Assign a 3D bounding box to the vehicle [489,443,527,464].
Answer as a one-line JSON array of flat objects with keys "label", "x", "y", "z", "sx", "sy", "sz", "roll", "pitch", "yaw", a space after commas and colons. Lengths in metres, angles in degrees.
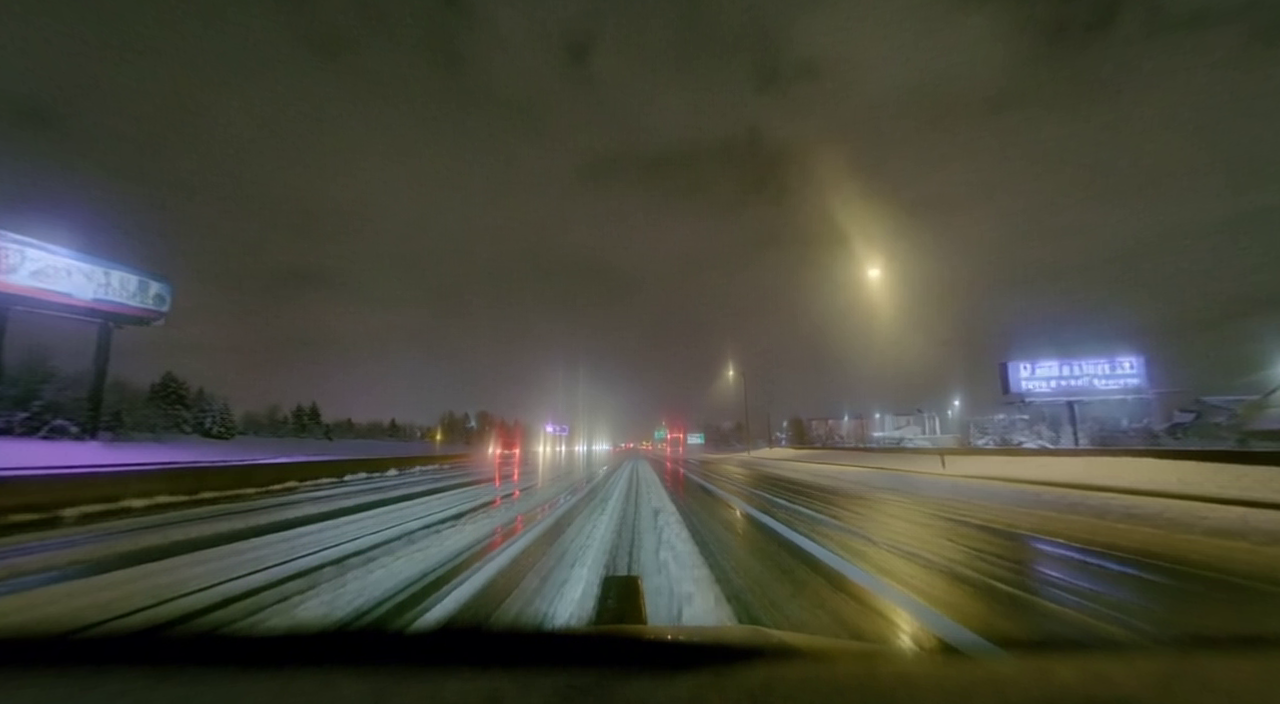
[{"label": "vehicle", "x": -10.311, "y": 7.959, "z": 49.277, "sx": 1.974, "sy": 1.513, "sz": 4.584, "roll": 0, "pitch": -9, "yaw": 0}]
